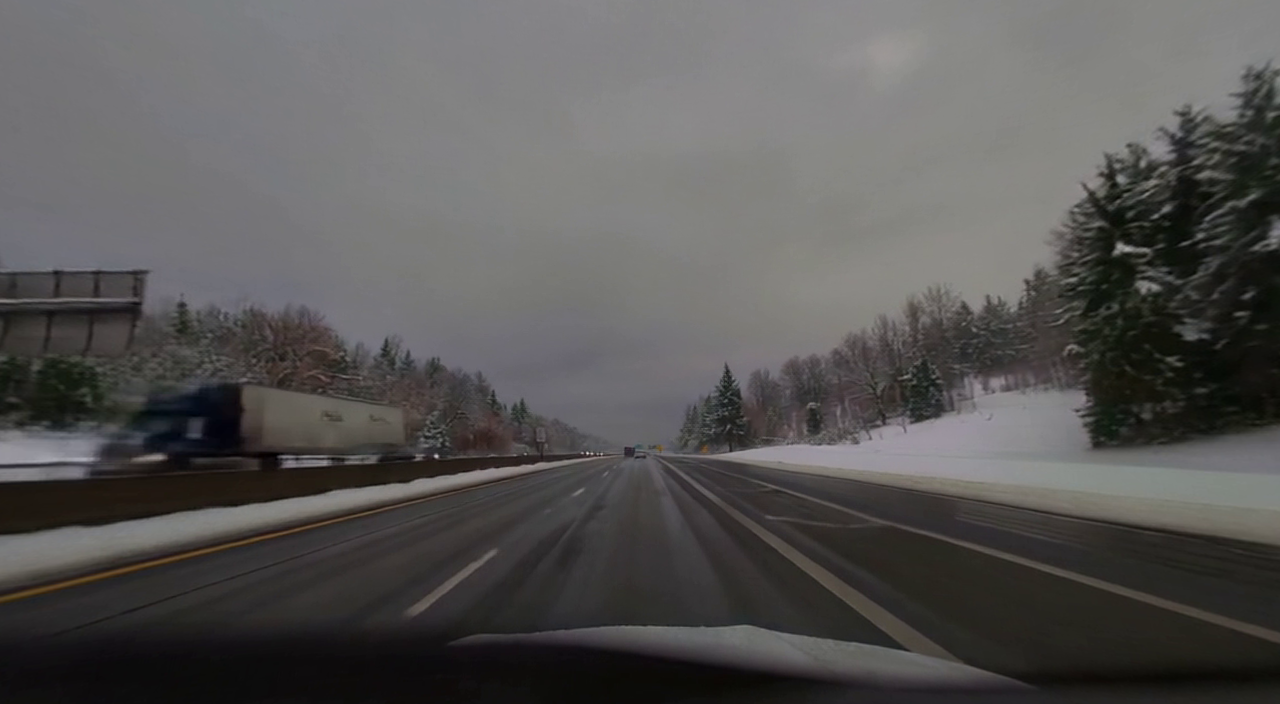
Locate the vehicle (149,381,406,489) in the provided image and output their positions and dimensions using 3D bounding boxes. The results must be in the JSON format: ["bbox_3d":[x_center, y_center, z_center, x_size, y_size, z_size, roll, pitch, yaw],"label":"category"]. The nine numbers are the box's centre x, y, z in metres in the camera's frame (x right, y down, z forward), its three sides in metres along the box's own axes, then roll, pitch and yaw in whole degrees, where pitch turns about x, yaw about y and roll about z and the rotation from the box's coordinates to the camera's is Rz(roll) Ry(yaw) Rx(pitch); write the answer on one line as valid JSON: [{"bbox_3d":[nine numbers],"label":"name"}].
[{"bbox_3d":[-16.424,4.346,31.543,2.992,3.968,16.690,0,-9,0],"label":"vehicle"}]

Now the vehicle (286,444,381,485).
[{"bbox_3d":[-12.346,4.549,25.716,1.824,1.517,3.985,0,-9,0],"label":"vehicle"}]
